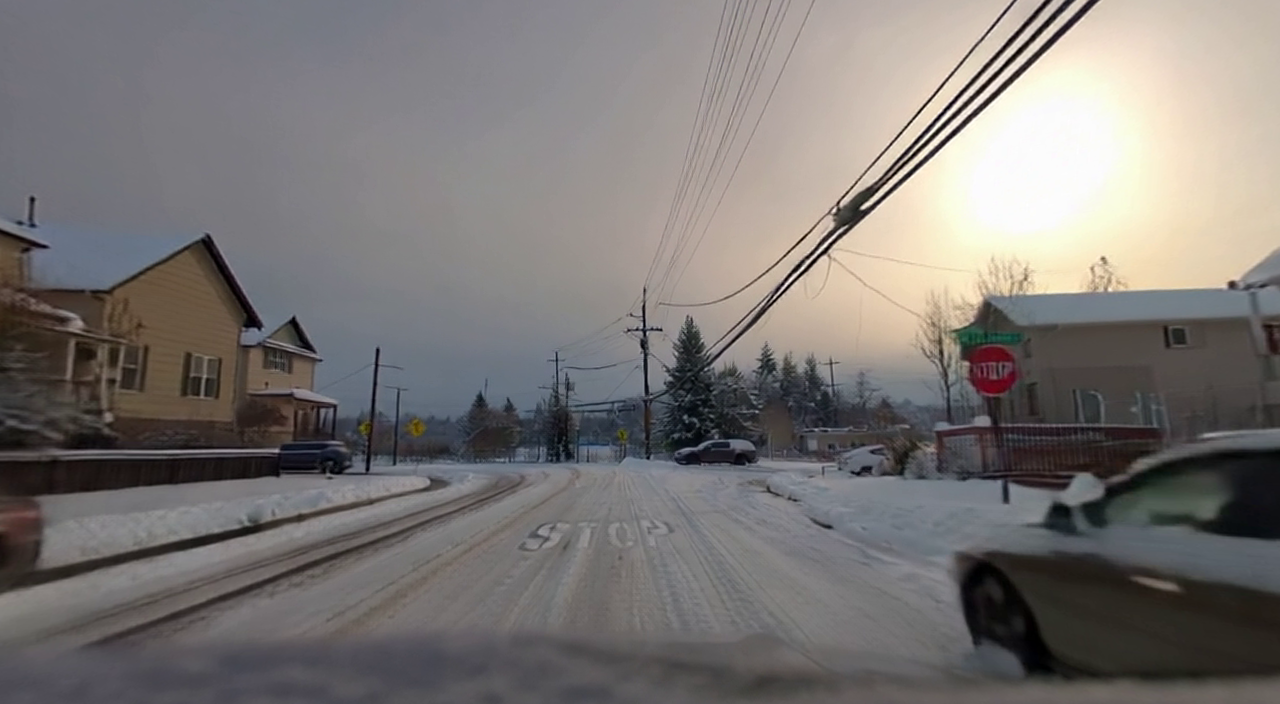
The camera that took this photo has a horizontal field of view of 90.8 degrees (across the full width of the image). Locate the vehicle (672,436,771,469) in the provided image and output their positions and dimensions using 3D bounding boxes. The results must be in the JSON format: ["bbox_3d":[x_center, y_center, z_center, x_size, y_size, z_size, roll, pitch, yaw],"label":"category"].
[{"bbox_3d":[4.965,6.198,38.773,5.578,1.842,2.300,3,-9,-12],"label":"vehicle"}]

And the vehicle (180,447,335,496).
[{"bbox_3d":[-13.157,4.117,21.954,4.146,1.535,1.862,0,-8,-3],"label":"vehicle"}]

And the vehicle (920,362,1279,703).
[{"bbox_3d":[2.715,0.771,1.483,2.080,1.531,4.415,0,-8,0],"label":"vehicle"}]
